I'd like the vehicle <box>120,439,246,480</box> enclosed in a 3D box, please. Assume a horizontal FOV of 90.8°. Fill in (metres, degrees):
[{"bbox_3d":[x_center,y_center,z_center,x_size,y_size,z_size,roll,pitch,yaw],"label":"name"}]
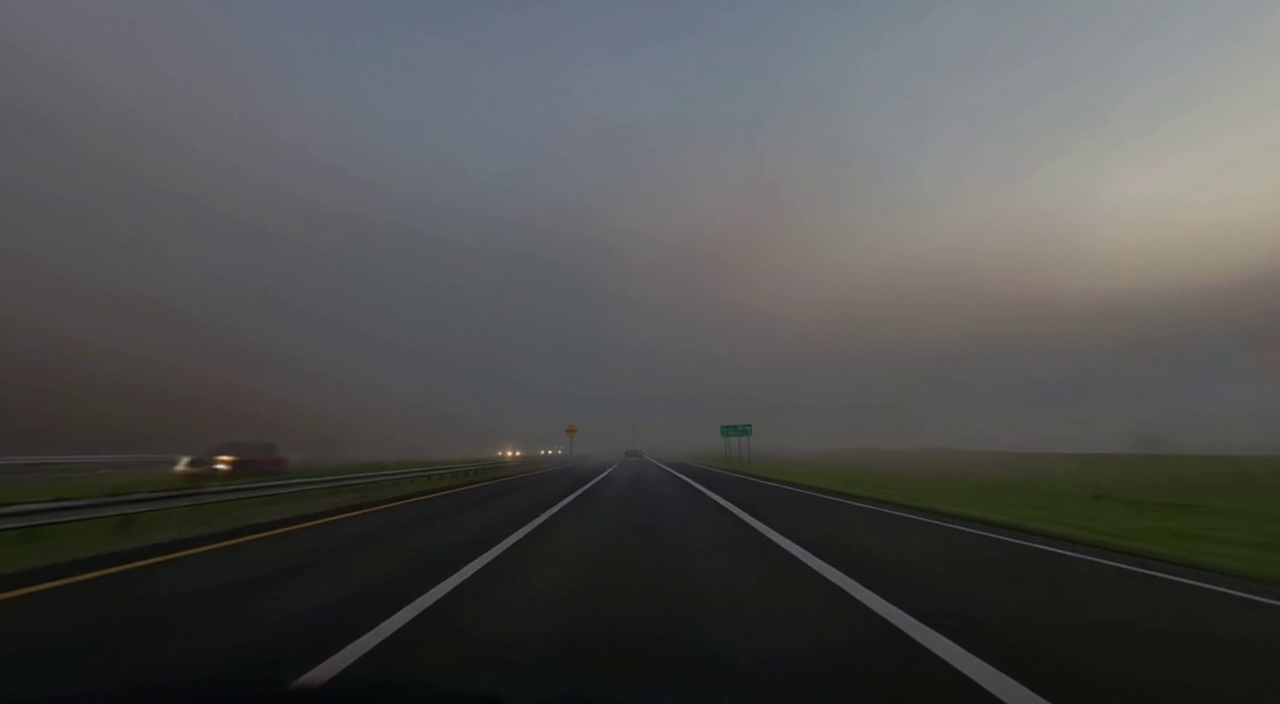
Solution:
[{"bbox_3d":[-19.217,4.536,26.840,1.914,1.558,4.671,0,-9,-1],"label":"vehicle"}]
